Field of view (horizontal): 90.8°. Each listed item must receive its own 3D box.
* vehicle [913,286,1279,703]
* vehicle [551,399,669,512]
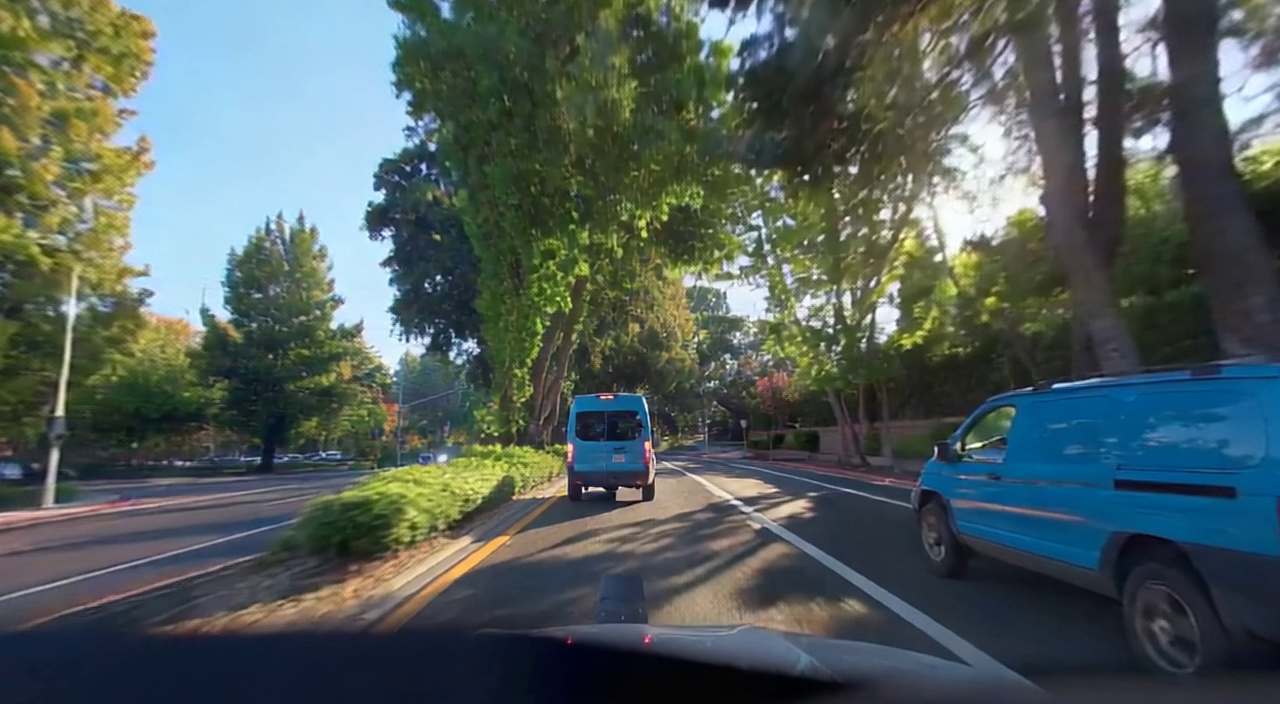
[{"bbox_3d":[3.724,0.904,4.220,1.988,1.873,3.968,0,-9,0],"label":"vehicle"},{"bbox_3d":[-0.539,2.223,13.736,2.145,2.046,4.309,0,-9,0],"label":"vehicle"}]
